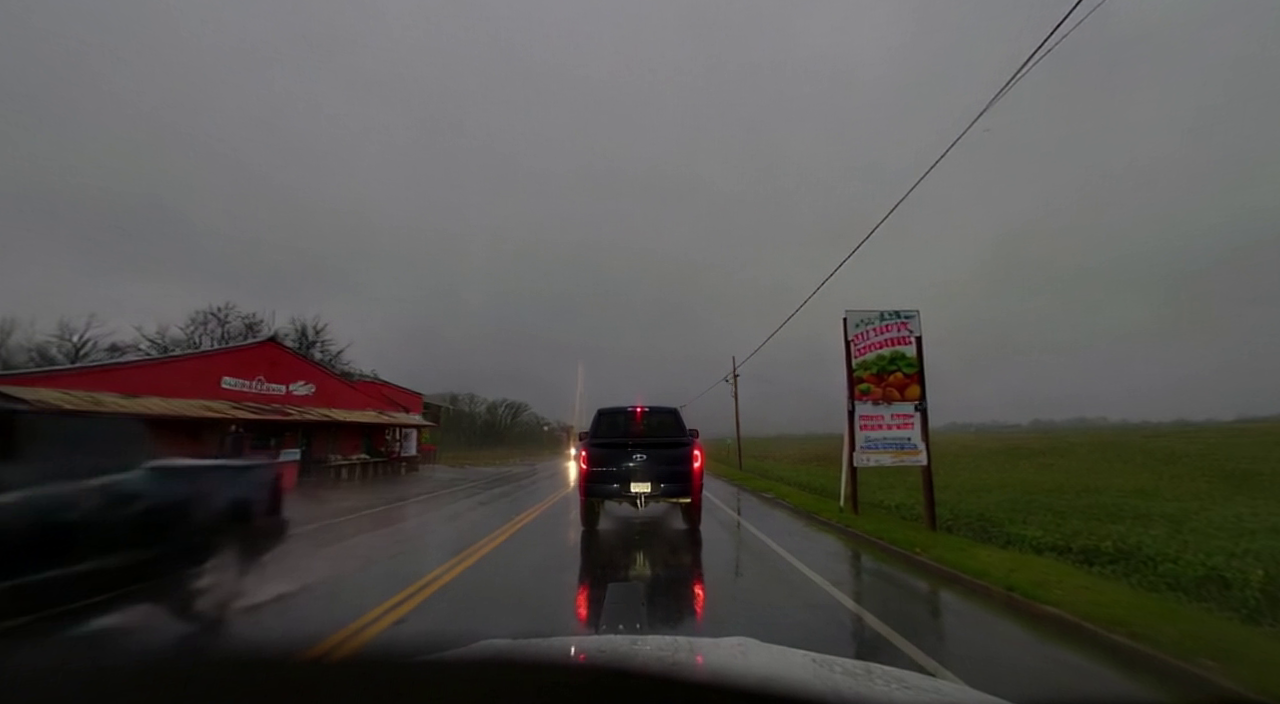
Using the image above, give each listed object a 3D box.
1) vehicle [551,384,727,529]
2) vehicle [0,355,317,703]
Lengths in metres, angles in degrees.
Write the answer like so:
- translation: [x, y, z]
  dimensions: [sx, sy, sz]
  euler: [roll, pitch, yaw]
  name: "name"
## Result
- translation: [-0.098, 2.047, 12.762]
  dimensions: [2.693, 2.223, 5.885]
  euler: [0, -8, -2]
  name: "vehicle"
- translation: [-3.946, 0.960, 3.212]
  dimensions: [2.190, 1.746, 4.616]
  euler: [0, -8, -1]
  name: "vehicle"
